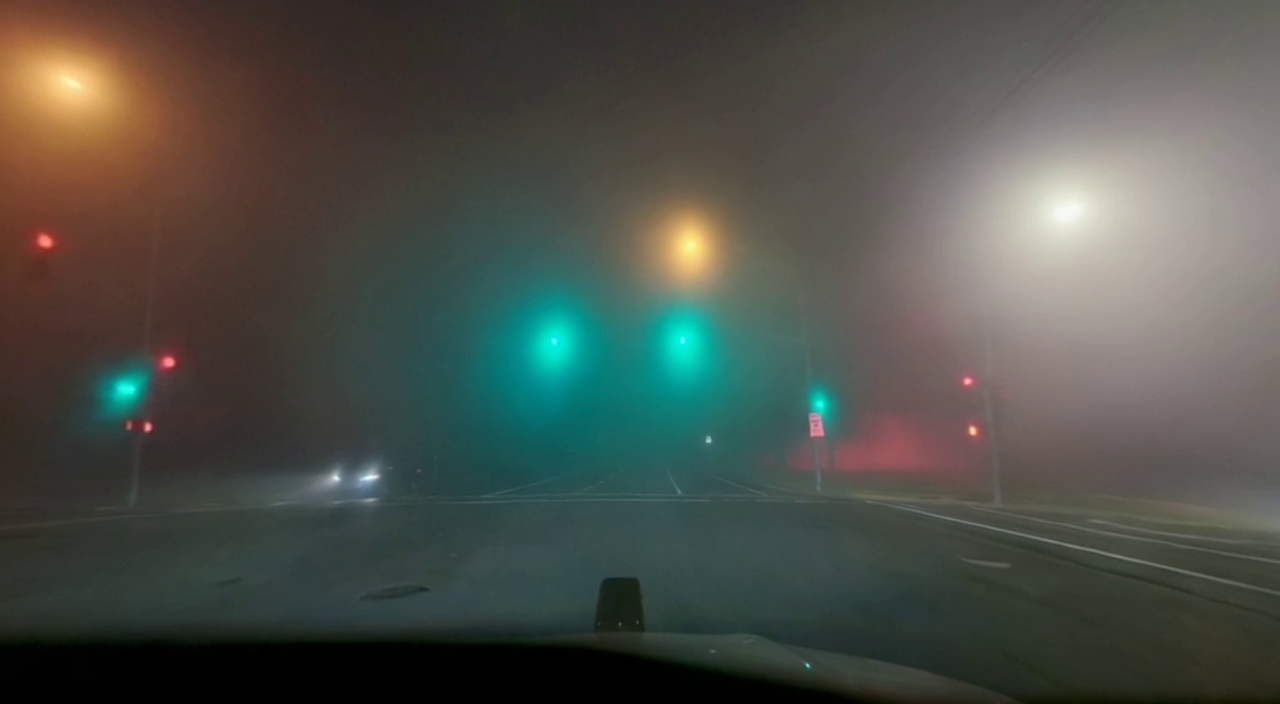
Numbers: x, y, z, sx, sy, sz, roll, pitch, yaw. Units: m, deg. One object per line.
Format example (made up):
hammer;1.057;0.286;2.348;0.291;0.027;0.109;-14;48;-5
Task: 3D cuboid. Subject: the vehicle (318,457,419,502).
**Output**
vehicle;-10.374;4.873;24.546;1.983;1.482;4.190;-1;-9;1
